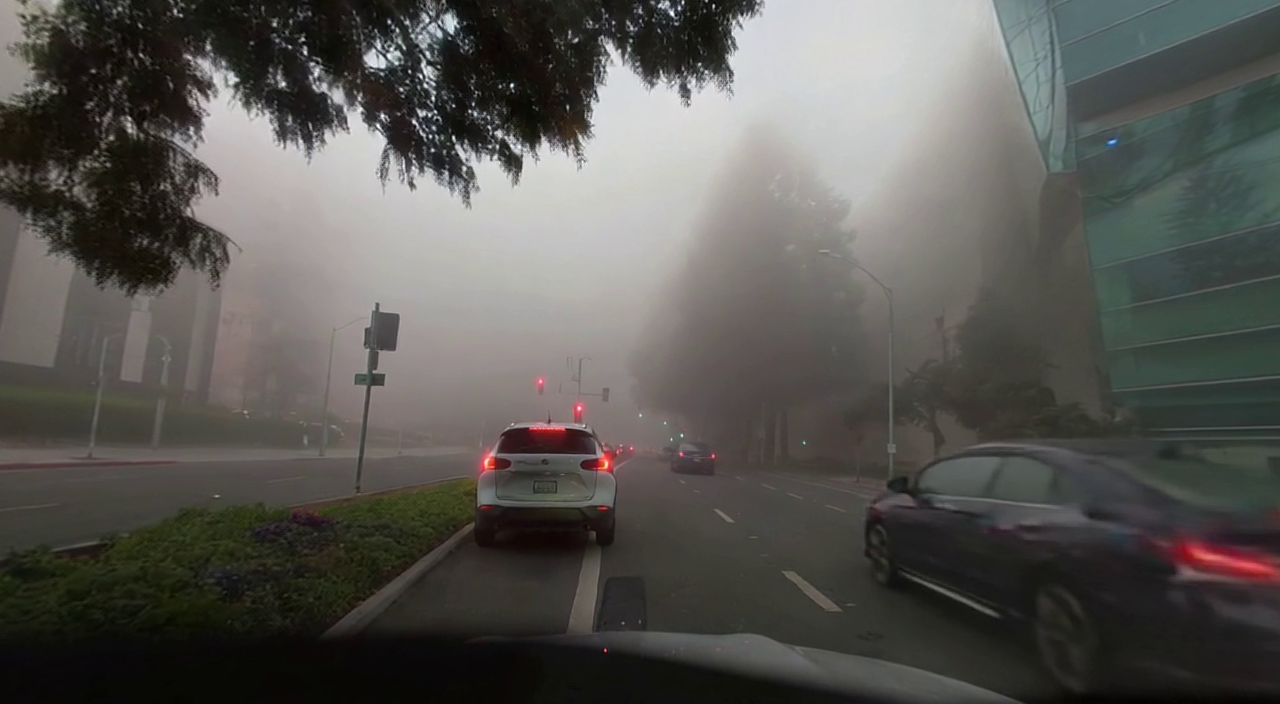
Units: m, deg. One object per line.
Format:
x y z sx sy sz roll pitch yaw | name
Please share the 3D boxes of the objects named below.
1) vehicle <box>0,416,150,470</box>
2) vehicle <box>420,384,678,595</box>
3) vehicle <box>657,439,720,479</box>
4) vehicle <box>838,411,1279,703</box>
-18.844 2.966 20.442 1.911 1.542 4.748 0 -9 1 | vehicle
-1.143 1.574 8.100 2.275 1.819 4.883 1 -9 -9 | vehicle
2.311 5.262 31.107 2.301 1.716 4.856 3 -9 -5 | vehicle
3.378 1.415 4.928 2.205 1.537 4.895 2 -8 2 | vehicle
